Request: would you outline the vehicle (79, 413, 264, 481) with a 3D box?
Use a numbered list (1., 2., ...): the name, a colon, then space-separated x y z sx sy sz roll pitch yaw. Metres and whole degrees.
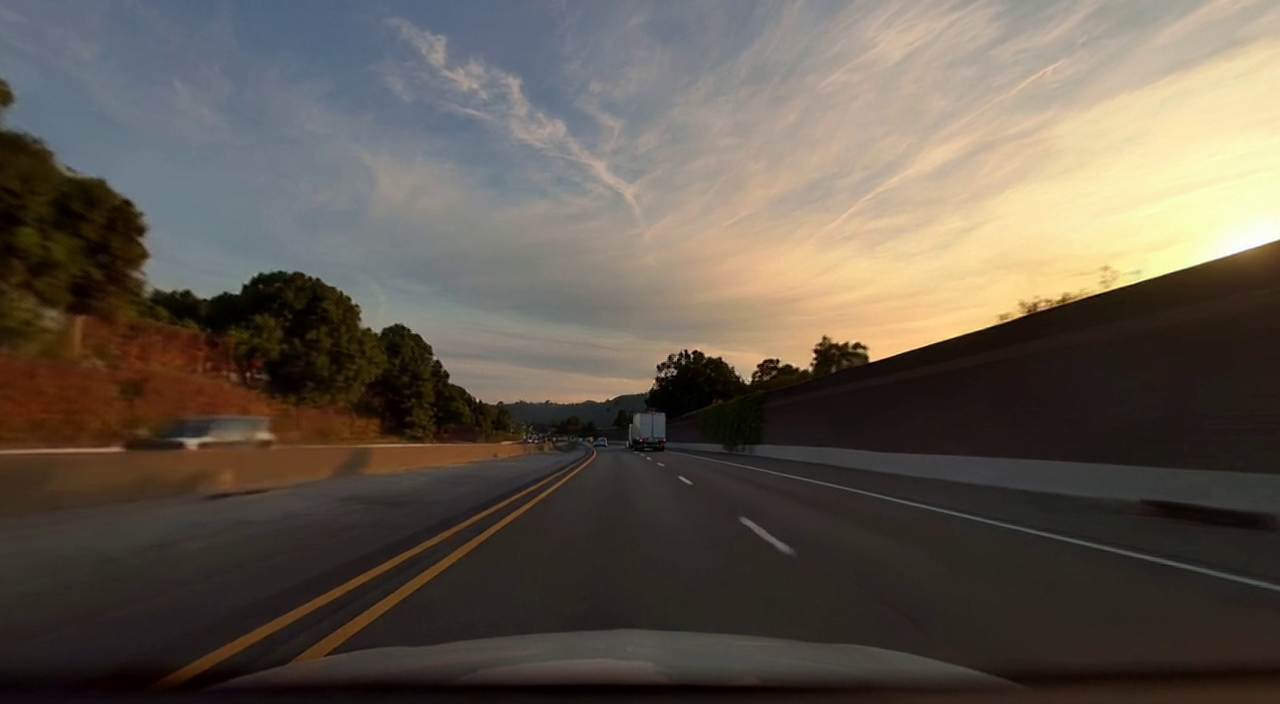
1. vehicle: -12.209 2.524 16.827 1.829 1.570 4.180 0 -8 -3
